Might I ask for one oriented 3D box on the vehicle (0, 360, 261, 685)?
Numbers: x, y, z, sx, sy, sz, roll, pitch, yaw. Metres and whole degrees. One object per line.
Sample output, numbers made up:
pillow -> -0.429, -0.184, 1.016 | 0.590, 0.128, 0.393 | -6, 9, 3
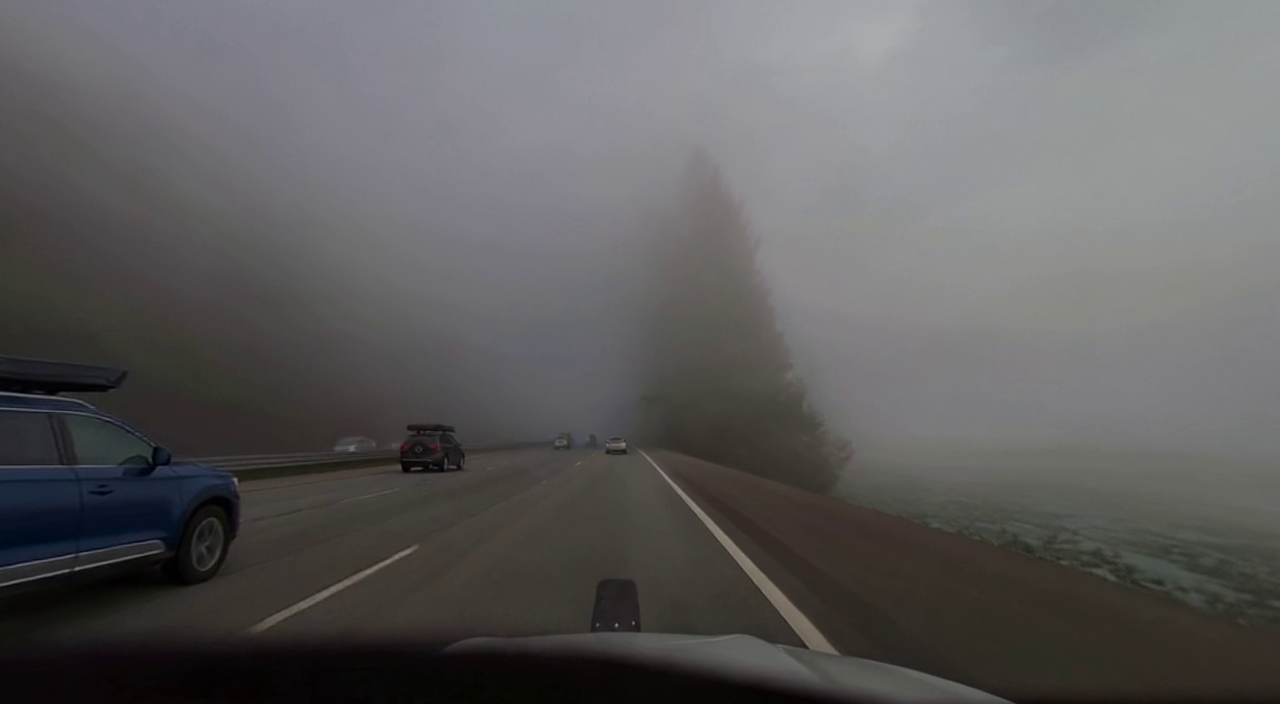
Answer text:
vehicle -> -4.510, 0.931, 3.428 | 2.069, 1.748, 4.652 | 0, -8, -1

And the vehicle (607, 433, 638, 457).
vehicle -> -1.240, 6.705, 45.560 | 2.178, 1.658, 3.916 | 0, -8, -1

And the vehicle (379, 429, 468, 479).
vehicle -> -8.240, 3.897, 24.446 | 1.964, 1.745, 4.338 | 0, -8, -1
